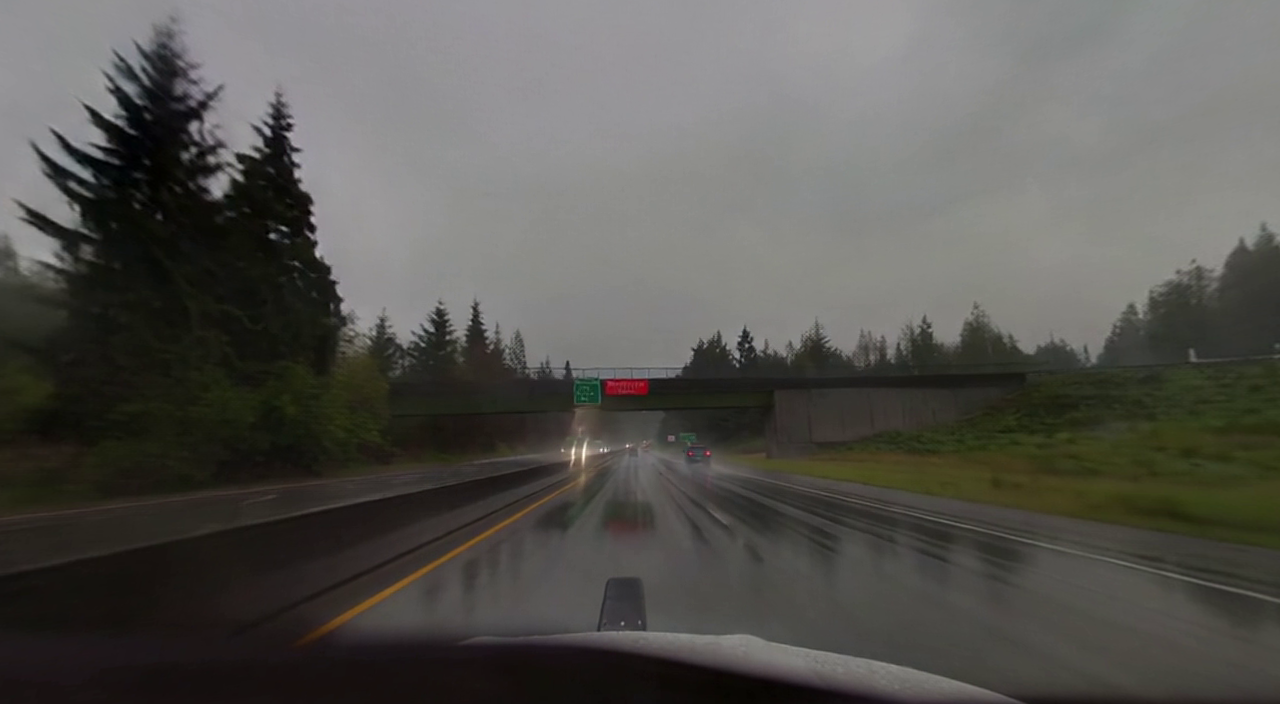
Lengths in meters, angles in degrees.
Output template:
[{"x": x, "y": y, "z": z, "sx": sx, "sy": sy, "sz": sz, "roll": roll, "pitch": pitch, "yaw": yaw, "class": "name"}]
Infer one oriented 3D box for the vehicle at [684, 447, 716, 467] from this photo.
[{"x": 4.443, "y": 7.846, "z": 47.185, "sx": 1.987, "sy": 1.473, "sz": 4.244, "roll": 0, "pitch": -9, "yaw": 0, "class": "vehicle"}]
